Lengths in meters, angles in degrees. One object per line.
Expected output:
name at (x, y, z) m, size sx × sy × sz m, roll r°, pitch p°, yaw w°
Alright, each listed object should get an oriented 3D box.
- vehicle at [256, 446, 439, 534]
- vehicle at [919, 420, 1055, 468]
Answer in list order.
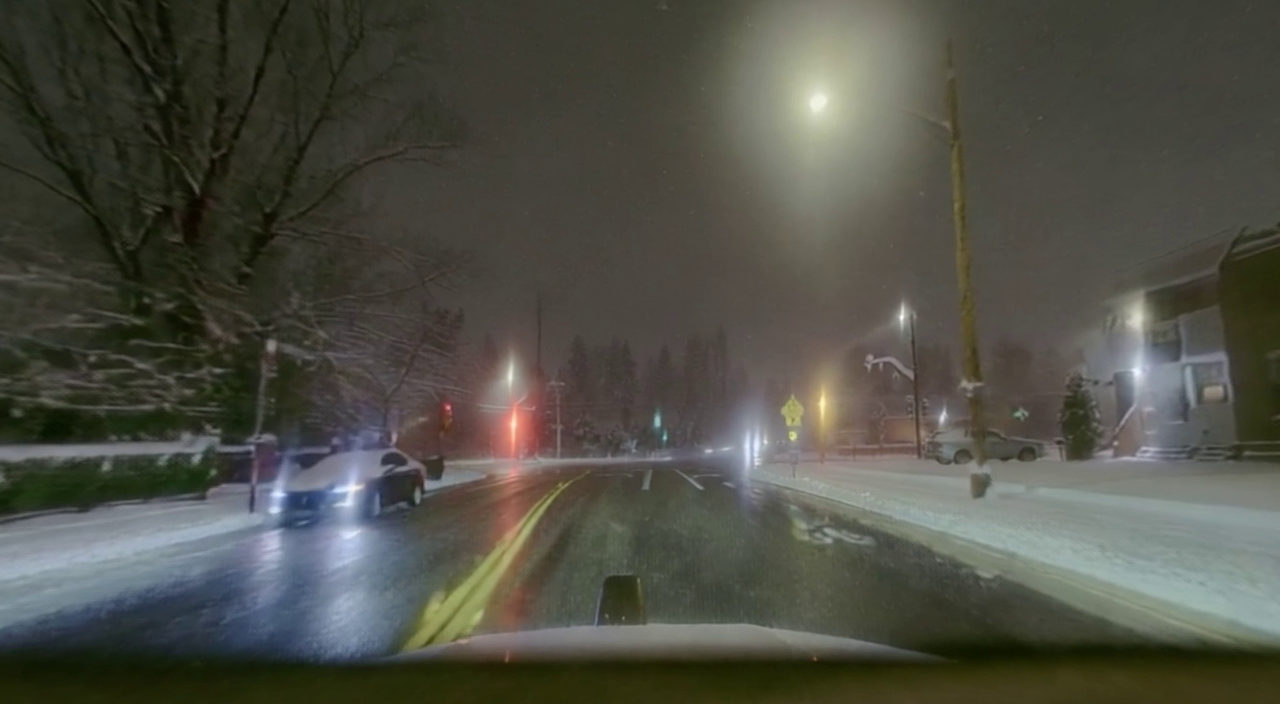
vehicle at (-6.075, 2.855, 13.738) m, size 2.033 × 1.456 × 4.370 m, roll -3°, pitch -8°, yaw -2°
vehicle at (14.811, 3.989, 27.036) m, size 4.562 × 1.850 × 2.130 m, roll 1°, pitch -10°, yaw 3°
